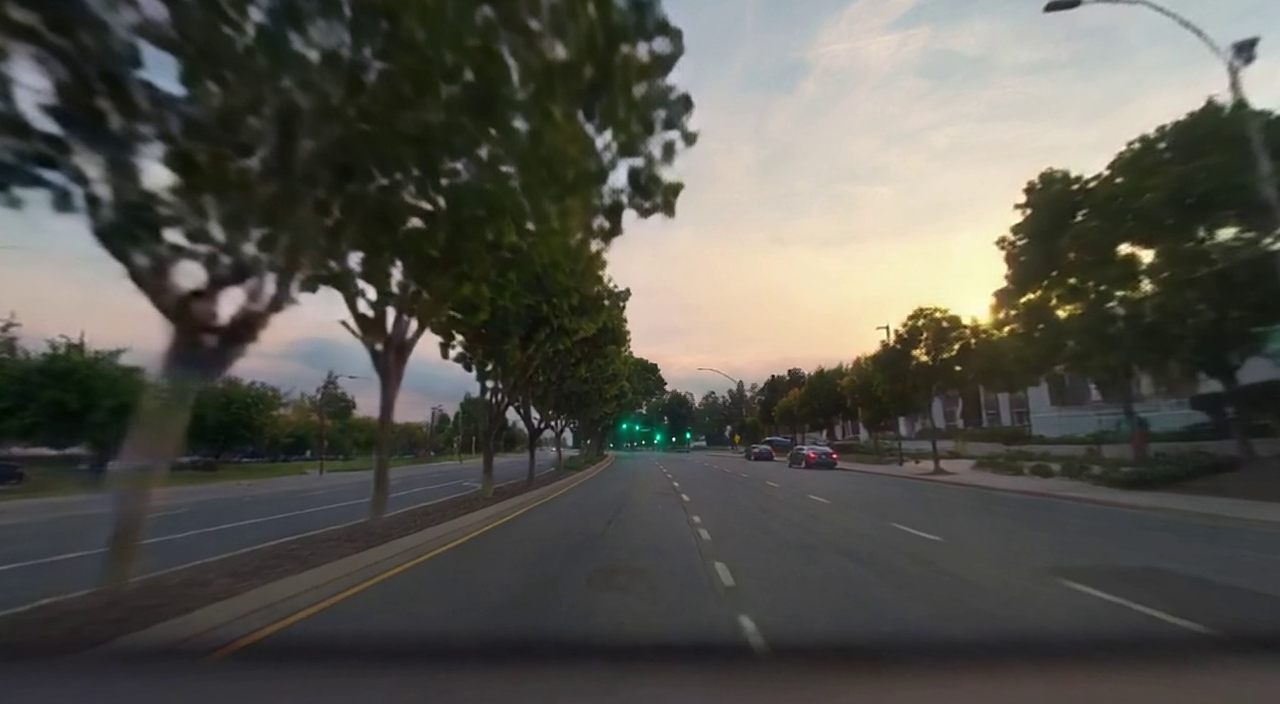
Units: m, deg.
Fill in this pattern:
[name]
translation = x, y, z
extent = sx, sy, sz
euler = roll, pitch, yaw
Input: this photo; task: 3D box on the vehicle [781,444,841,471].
[vehicle]
translation = 10.543, 6.523, 39.303
extent = 2.109, 1.533, 5.664
euler = 0, -8, -1
